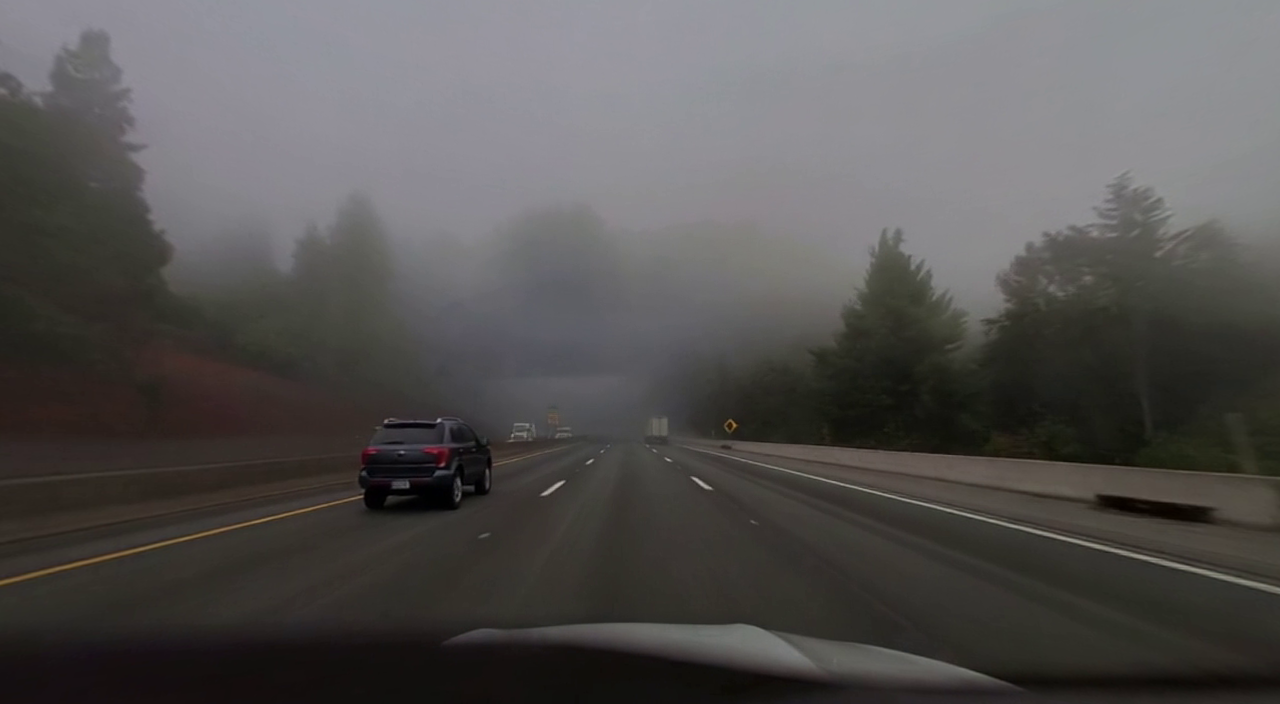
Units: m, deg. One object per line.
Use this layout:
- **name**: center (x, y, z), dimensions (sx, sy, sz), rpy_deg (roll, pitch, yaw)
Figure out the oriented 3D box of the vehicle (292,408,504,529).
- **vehicle**: center (-3.694, 1.839, 10.512), dimensions (2.000, 1.620, 3.929), rpy_deg (0, -8, -1)
